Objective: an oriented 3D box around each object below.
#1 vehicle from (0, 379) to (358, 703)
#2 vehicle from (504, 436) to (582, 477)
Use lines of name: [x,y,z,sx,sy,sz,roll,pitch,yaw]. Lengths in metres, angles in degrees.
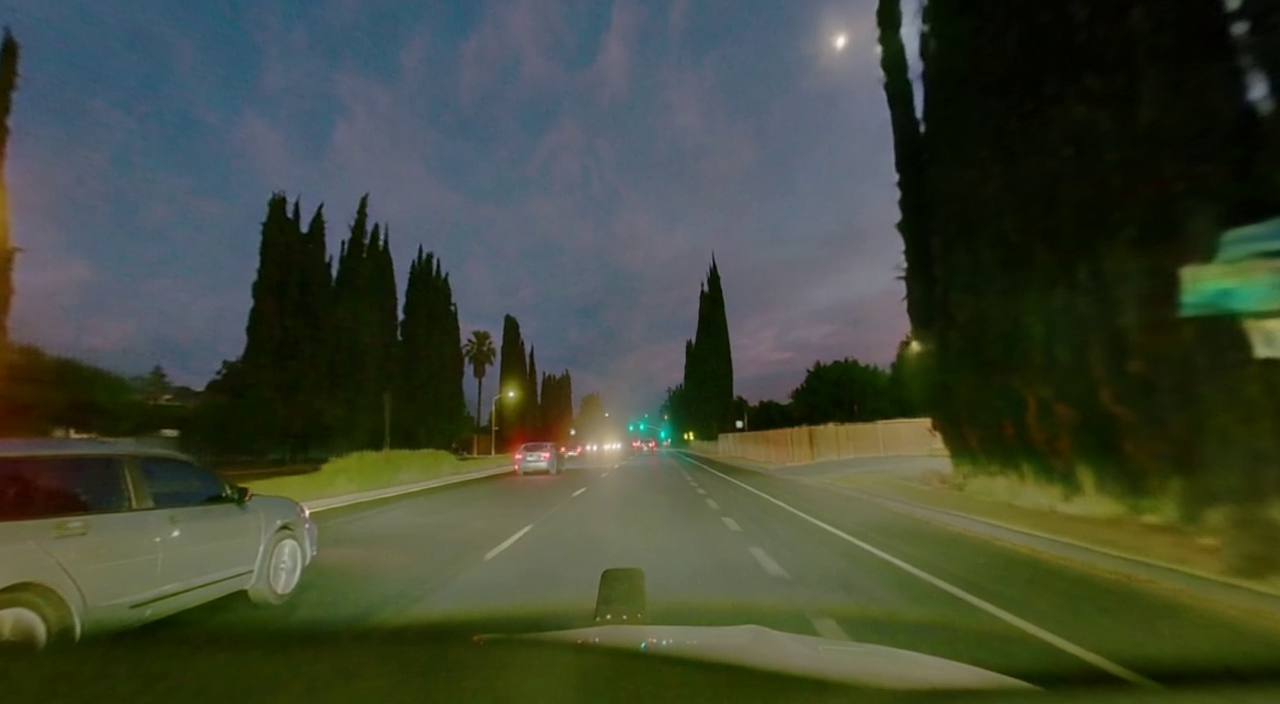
vehicle: [-4.139,1.074,4.137,2.190,1.545,4.943,0,-8,1]
vehicle: [-3.725,4.140,25.177,2.188,1.473,4.651,0,-8,3]
